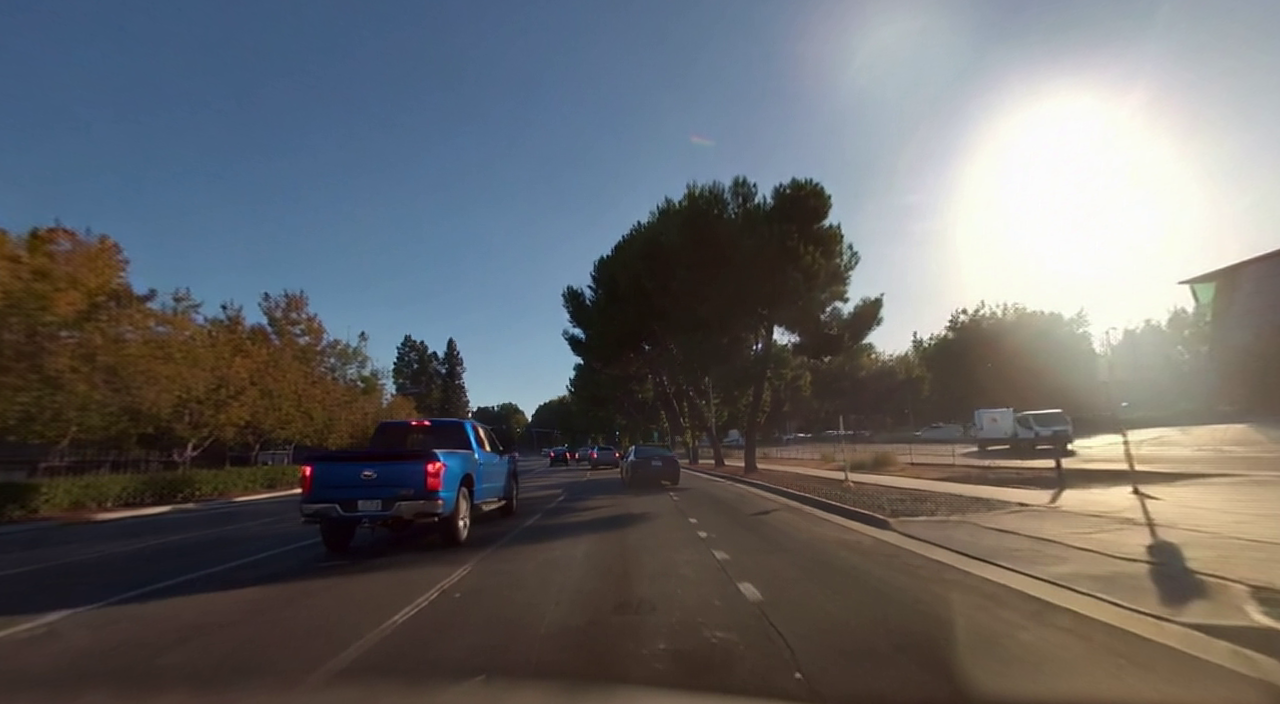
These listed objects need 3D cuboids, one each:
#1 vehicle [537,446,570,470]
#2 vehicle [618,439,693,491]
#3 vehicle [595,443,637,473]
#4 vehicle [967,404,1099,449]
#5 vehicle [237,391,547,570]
[{"bbox_3d":[-5.650,6.915,41.064,2.018,1.458,4.350,1,-9,-8],"label":"vehicle"},{"bbox_3d":[0.395,3.683,20.798,2.142,1.528,4.133,1,-9,-3],"label":"vehicle"},{"bbox_3d":[-1.351,5.769,34.307,2.047,1.502,3.873,1,-9,-6],"label":"vehicle"},{"bbox_3d":[22.264,4.338,36.069,6.027,2.377,2.245,-4,-10,26],"label":"vehicle"},{"bbox_3d":[-3.202,1.879,9.985,2.512,1.992,5.725,0,-9,1],"label":"vehicle"}]
